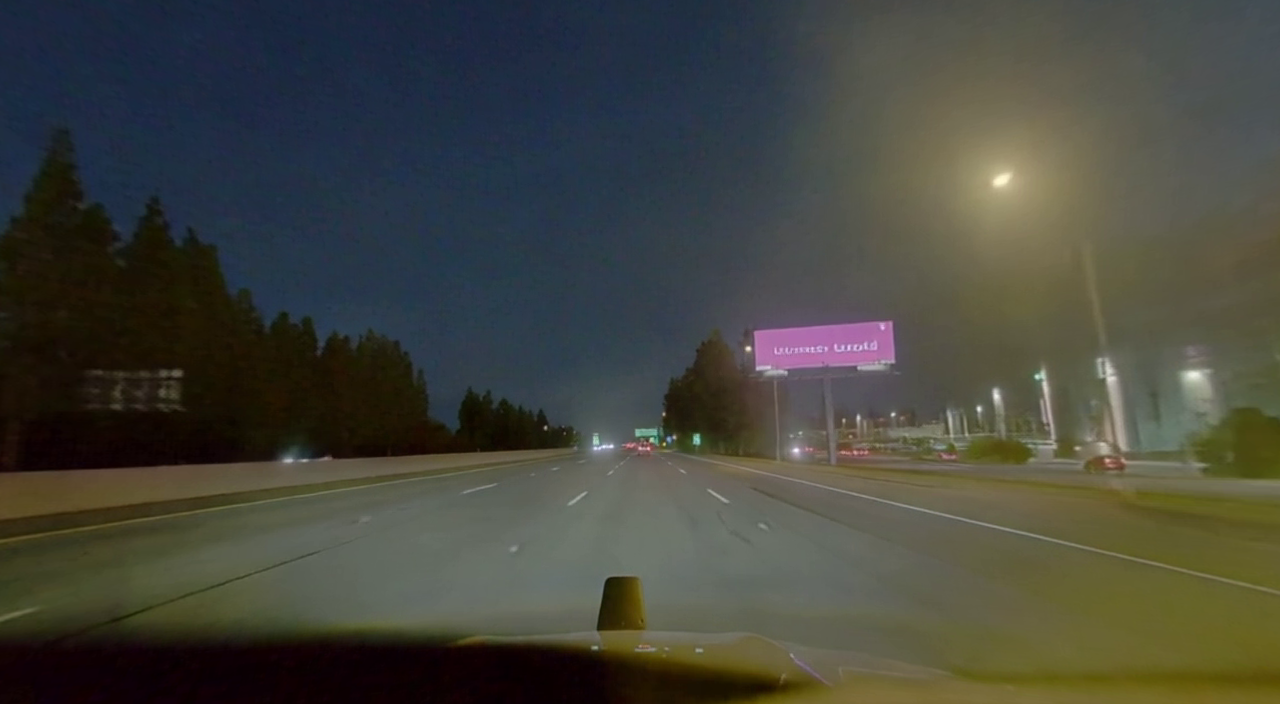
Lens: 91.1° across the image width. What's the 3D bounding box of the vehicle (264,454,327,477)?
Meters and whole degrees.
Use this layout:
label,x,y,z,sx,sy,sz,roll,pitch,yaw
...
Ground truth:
label,x,y,z,sx,sy,sz,roll,pitch,yaw
vehicle,-24.459,8.051,44.806,1.918,1.465,4.515,0,-9,0
